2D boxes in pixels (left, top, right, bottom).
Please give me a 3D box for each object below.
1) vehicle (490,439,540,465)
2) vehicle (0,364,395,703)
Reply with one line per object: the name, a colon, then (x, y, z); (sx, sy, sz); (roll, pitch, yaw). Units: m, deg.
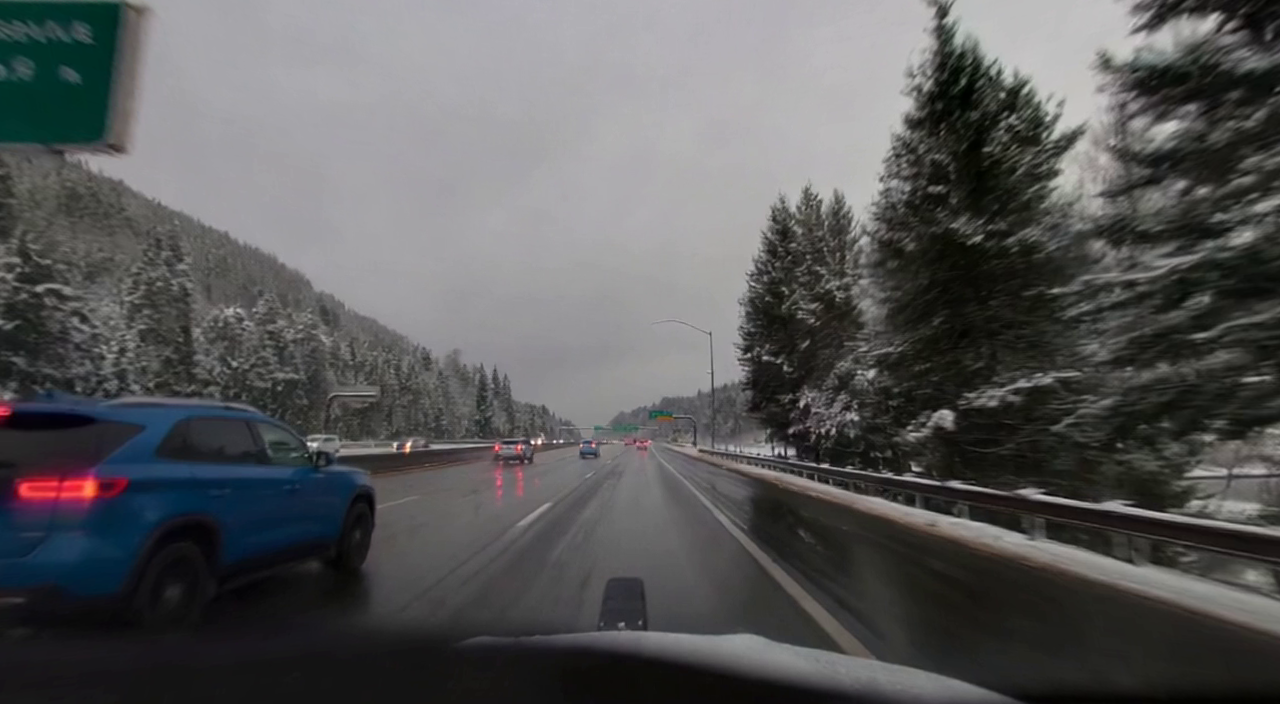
vehicle: (-7.529, 6.081, 38.477); (1.963, 1.476, 4.739); (0, -8, 1)
vehicle: (-4.025, 1.232, 5.237); (2.138, 1.718, 4.415); (0, -8, 1)
